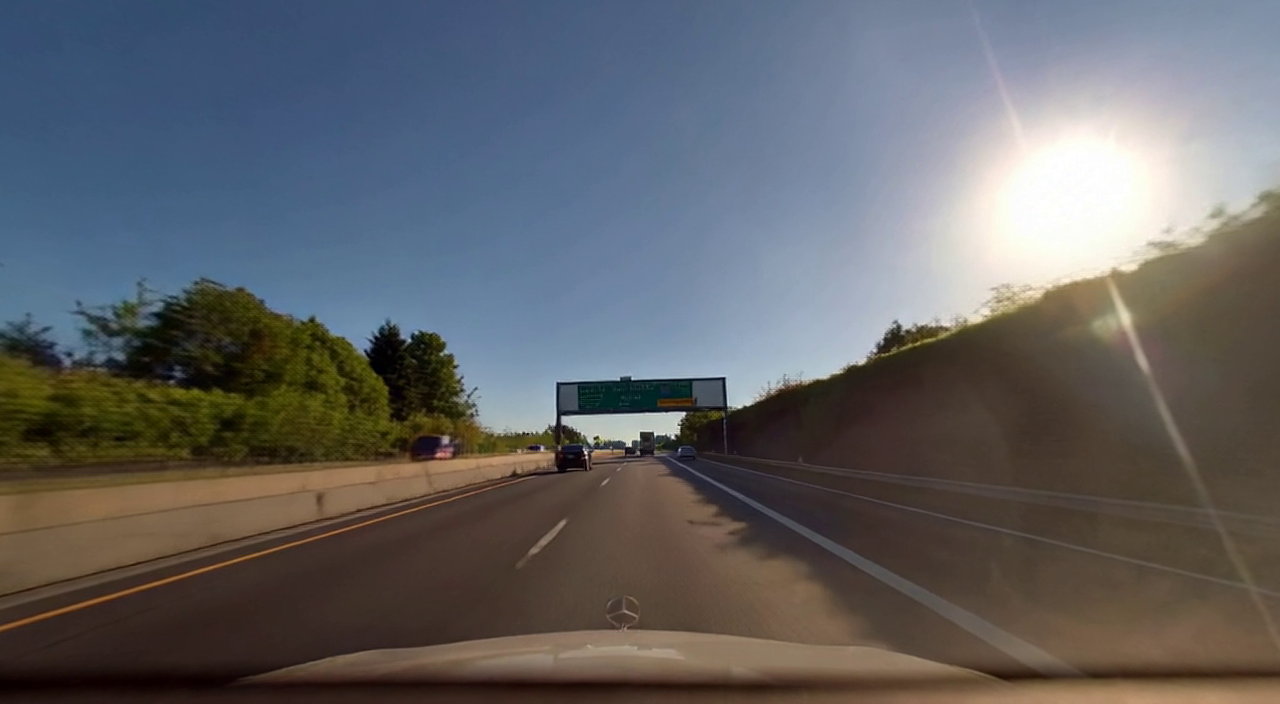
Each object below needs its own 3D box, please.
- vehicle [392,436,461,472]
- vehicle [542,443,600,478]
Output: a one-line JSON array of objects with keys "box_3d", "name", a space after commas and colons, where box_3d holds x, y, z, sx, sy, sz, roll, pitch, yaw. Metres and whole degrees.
[{"box_3d": [-11.872, 5.703, 35.490, 2.075, 1.873, 4.972, 0, -9, 1], "name": "vehicle"}, {"box_3d": [-3.028, 4.873, 28.589, 2.020, 1.475, 4.434, 0, -9, 1], "name": "vehicle"}]
